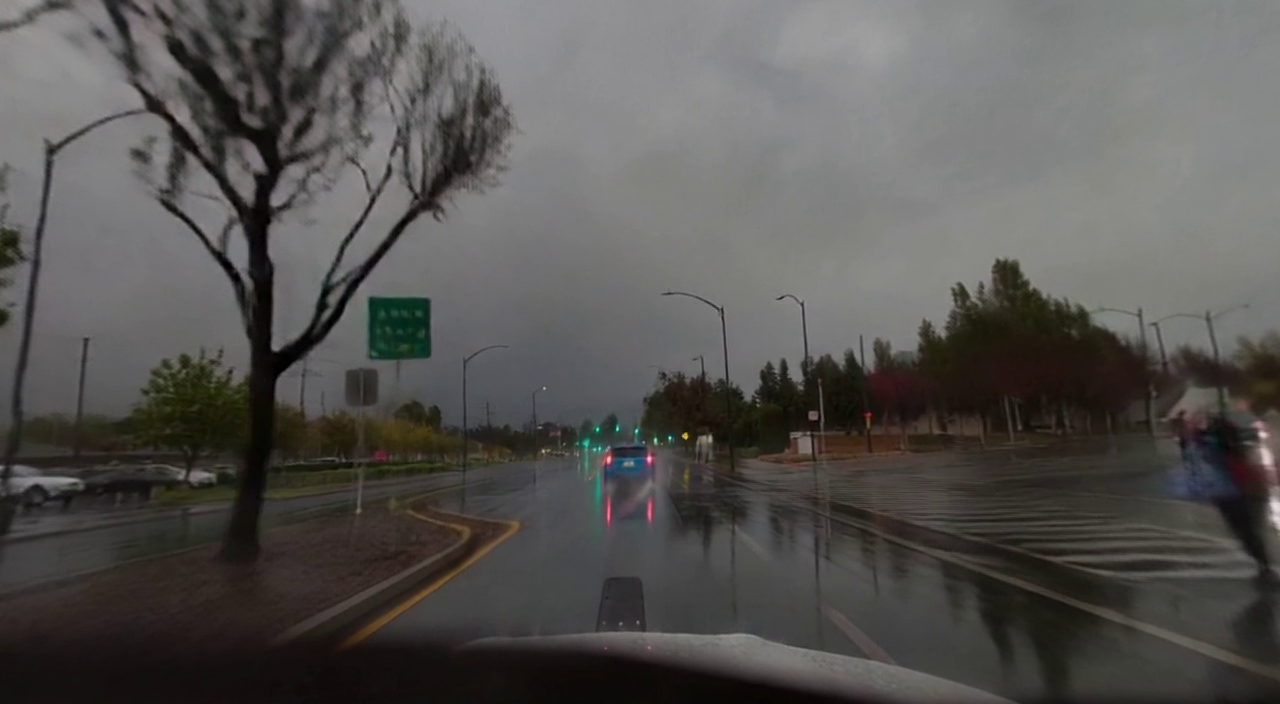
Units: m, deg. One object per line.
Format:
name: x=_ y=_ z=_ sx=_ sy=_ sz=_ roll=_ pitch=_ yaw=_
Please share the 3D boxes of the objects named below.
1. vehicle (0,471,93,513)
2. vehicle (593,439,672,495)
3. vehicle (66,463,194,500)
vehicle: x=-23.233 y=5.178 z=23.516 sx=3.834 sy=1.418 sz=1.953 roll=0 pitch=-9 yaw=-2
vehicle: x=-0.221 y=3.566 z=20.027 sx=2.221 sy=1.570 sz=4.398 roll=0 pitch=-8 yaw=0
vehicle: x=-22.943 y=5.823 z=28.559 sx=4.086 sy=1.478 sz=1.844 roll=0 pitch=-8 yaw=-4
